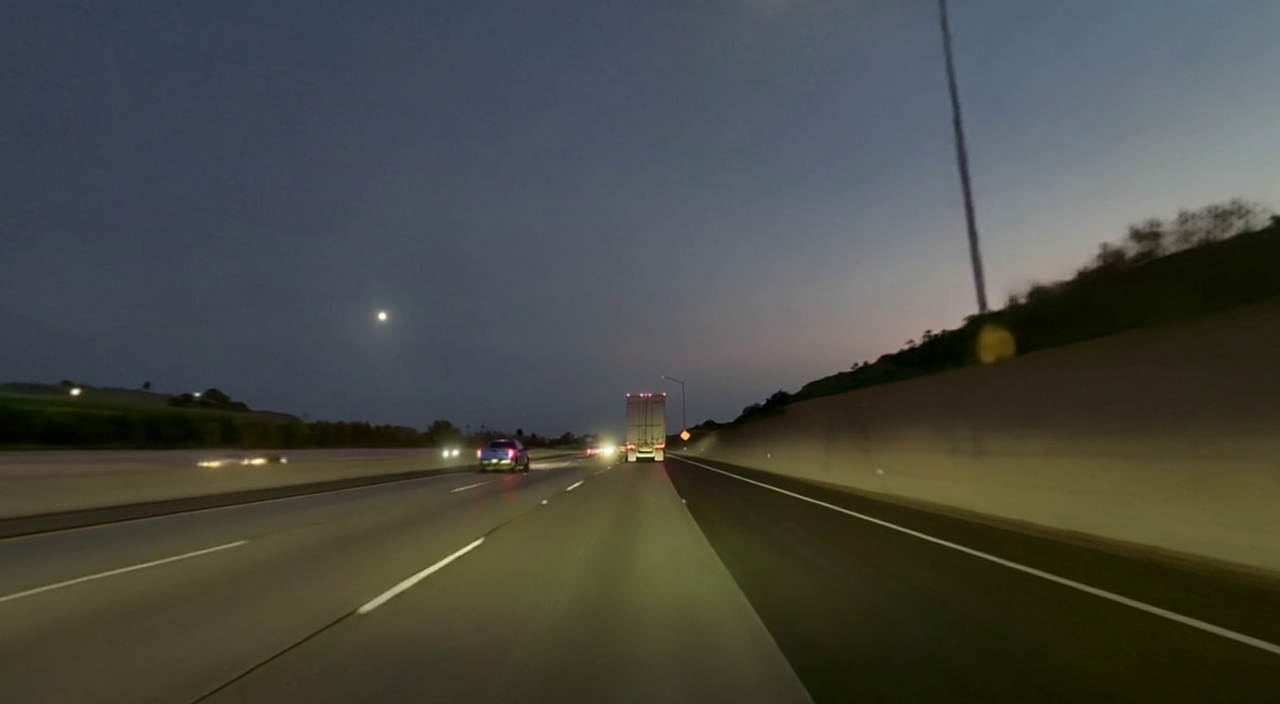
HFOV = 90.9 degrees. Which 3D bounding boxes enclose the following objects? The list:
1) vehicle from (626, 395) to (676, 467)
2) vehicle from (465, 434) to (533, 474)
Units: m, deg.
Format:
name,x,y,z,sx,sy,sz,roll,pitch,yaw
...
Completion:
name,x,y,z,sx,sy,sz,roll,pitch,yaw
vehicle,0.730,5.791,45.110,2.951,4.229,15.519,0,-8,0
vehicle,-6.965,5.106,31.811,2.113,1.837,5.339,0,-8,1
